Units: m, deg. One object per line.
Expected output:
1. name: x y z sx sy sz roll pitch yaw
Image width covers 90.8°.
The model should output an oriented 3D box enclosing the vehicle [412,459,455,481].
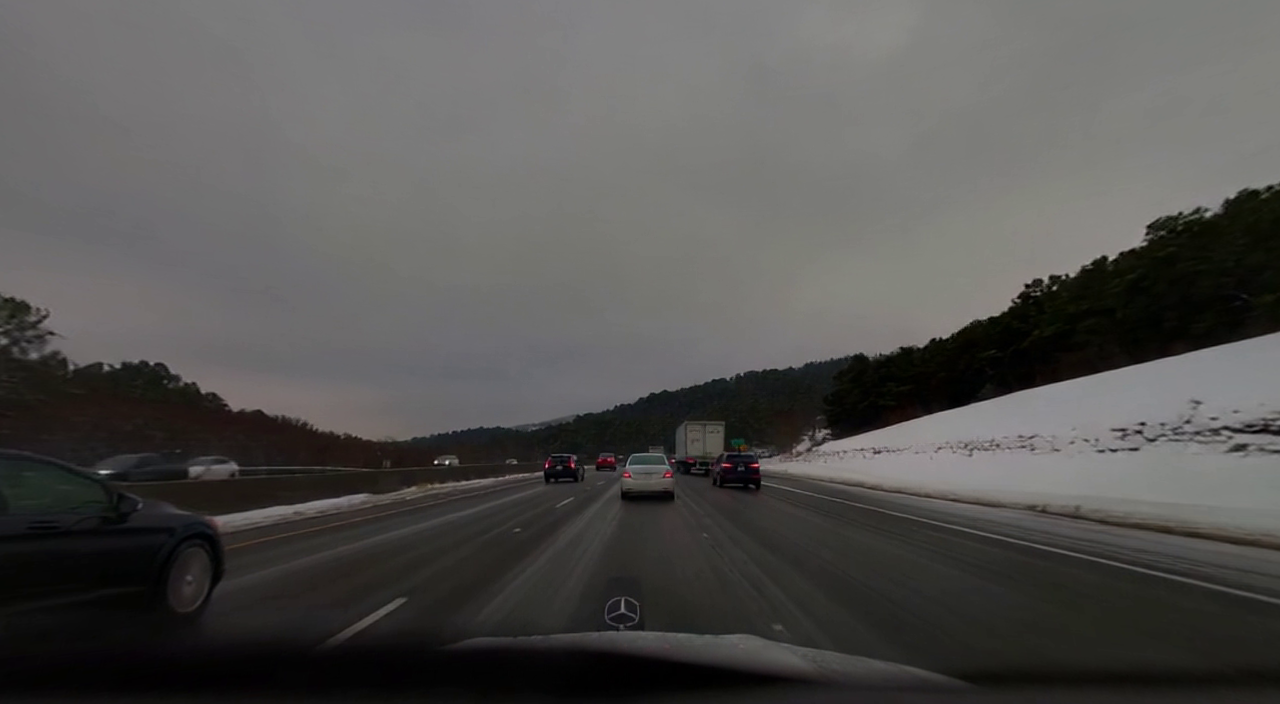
1. vehicle: -14.918 8.529 45.719 1.758 1.421 3.735 -1 -9 2

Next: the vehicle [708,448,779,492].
1. vehicle: 4.019 4.657 25.309 2.029 1.579 4.484 0 -9 -1

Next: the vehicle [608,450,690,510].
1. vehicle: 0.235 3.486 17.573 2.041 1.484 3.535 0 -9 0

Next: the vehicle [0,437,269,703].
1. vehicle: -4.373 1.237 3.457 1.920 1.506 4.454 0 -9 1

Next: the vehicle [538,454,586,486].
1. vehicle: -3.794 5.808 31.336 1.848 1.486 3.832 0 -9 1
